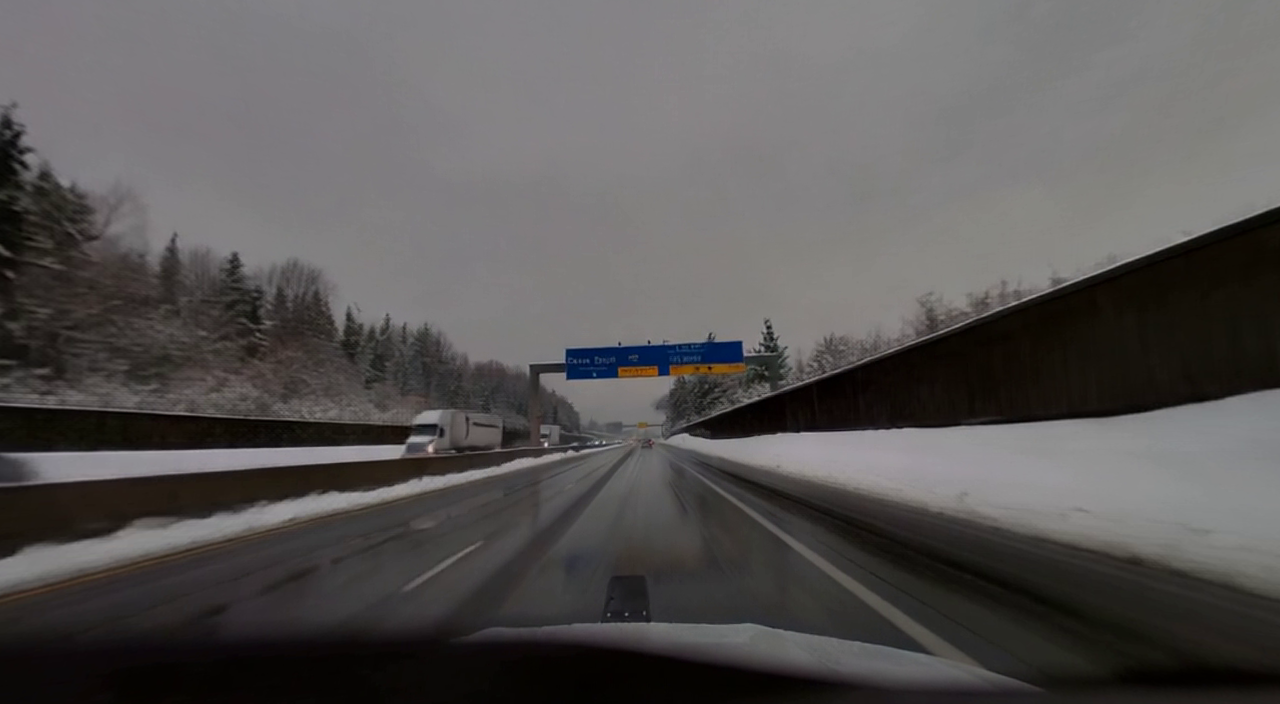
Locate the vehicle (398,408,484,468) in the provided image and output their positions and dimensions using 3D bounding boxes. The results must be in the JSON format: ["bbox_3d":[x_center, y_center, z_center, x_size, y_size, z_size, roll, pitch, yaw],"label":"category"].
[{"bbox_3d":[-14.520,6.454,47.009,2.994,3.947,9.906,0,-8,1],"label":"vehicle"}]
